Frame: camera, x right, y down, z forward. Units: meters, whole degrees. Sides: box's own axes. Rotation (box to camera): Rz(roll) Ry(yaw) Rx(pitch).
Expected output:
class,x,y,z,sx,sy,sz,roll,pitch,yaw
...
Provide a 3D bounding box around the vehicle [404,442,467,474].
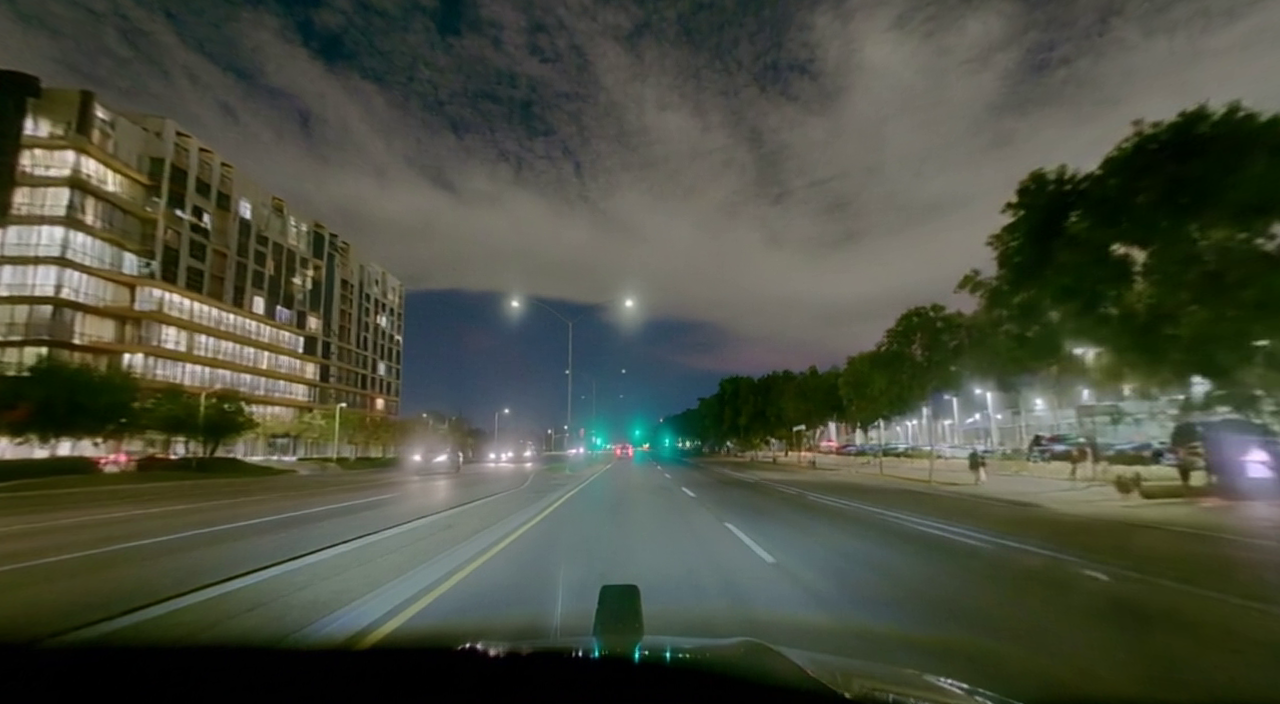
class,x,y,z,sx,sy,sz,roll,pitch,yaw
vehicle,-12.323,6.417,38.475,2.250,1.788,4.684,0,-9,0

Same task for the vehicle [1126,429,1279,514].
class,x,y,z,sx,sy,sz,roll,pitch,yaw
vehicle,14.901,2.812,15.189,4.761,1.832,2.201,1,-9,-7

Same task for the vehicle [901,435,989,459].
class,x,y,z,sx,sy,sz,roll,pitch,yaw
vehicle,22.540,7.045,46.788,5.320,1.722,2.651,2,-9,-15
